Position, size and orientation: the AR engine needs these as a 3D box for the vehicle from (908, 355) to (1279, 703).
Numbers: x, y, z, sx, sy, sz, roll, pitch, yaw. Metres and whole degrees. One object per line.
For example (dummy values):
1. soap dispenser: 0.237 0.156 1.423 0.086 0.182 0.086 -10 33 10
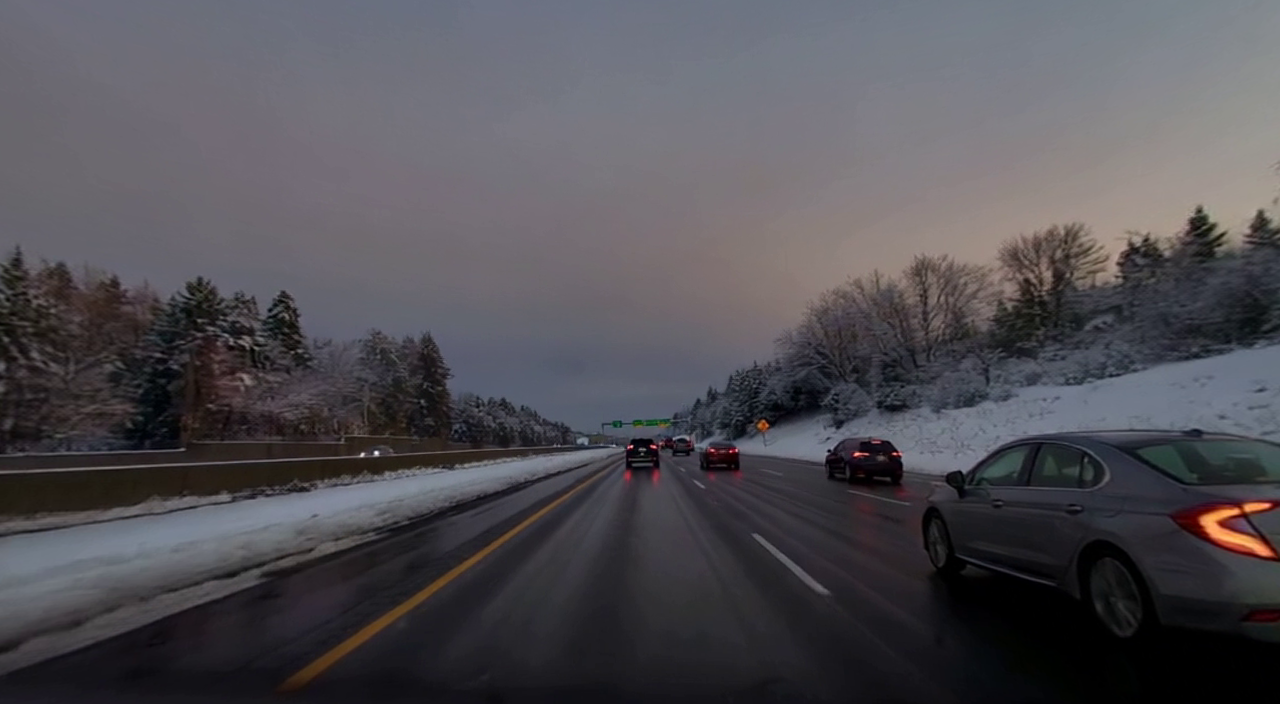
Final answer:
1. vehicle: 3.714 1.061 4.127 2.003 1.661 4.418 -1 -8 1

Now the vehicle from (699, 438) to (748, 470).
1. vehicle: 4.146 5.119 31.819 1.825 1.487 4.034 0 -8 -1

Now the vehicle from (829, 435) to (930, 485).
1. vehicle: 8.067 3.668 21.700 1.810 1.516 4.183 0 -8 0

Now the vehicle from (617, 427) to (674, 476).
1. vehicle: 0.185 4.147 26.414 2.189 1.852 4.038 0 -8 0
